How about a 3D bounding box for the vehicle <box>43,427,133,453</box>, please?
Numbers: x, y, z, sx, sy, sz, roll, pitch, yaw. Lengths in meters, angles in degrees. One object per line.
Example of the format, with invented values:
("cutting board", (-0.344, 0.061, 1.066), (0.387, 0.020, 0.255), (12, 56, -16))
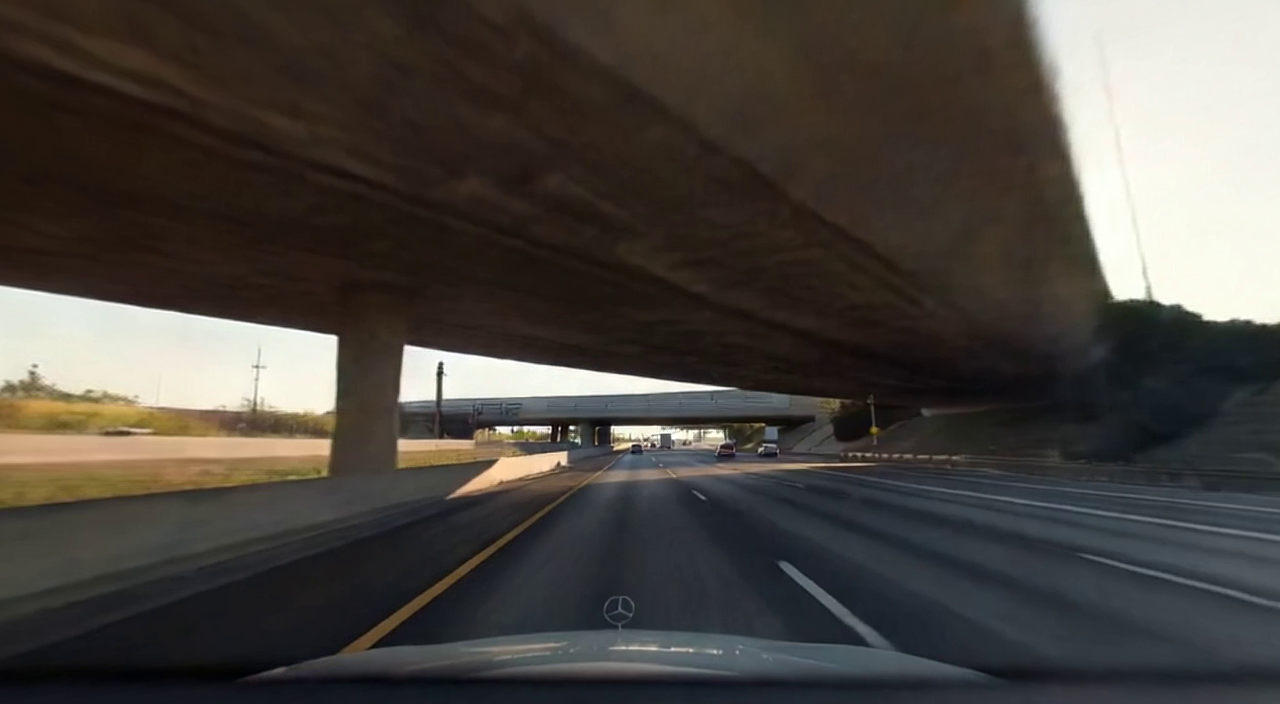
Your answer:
("vehicle", (-33.358, 5.336, 38.168), (1.724, 1.453, 4.075), (0, -8, 0))
